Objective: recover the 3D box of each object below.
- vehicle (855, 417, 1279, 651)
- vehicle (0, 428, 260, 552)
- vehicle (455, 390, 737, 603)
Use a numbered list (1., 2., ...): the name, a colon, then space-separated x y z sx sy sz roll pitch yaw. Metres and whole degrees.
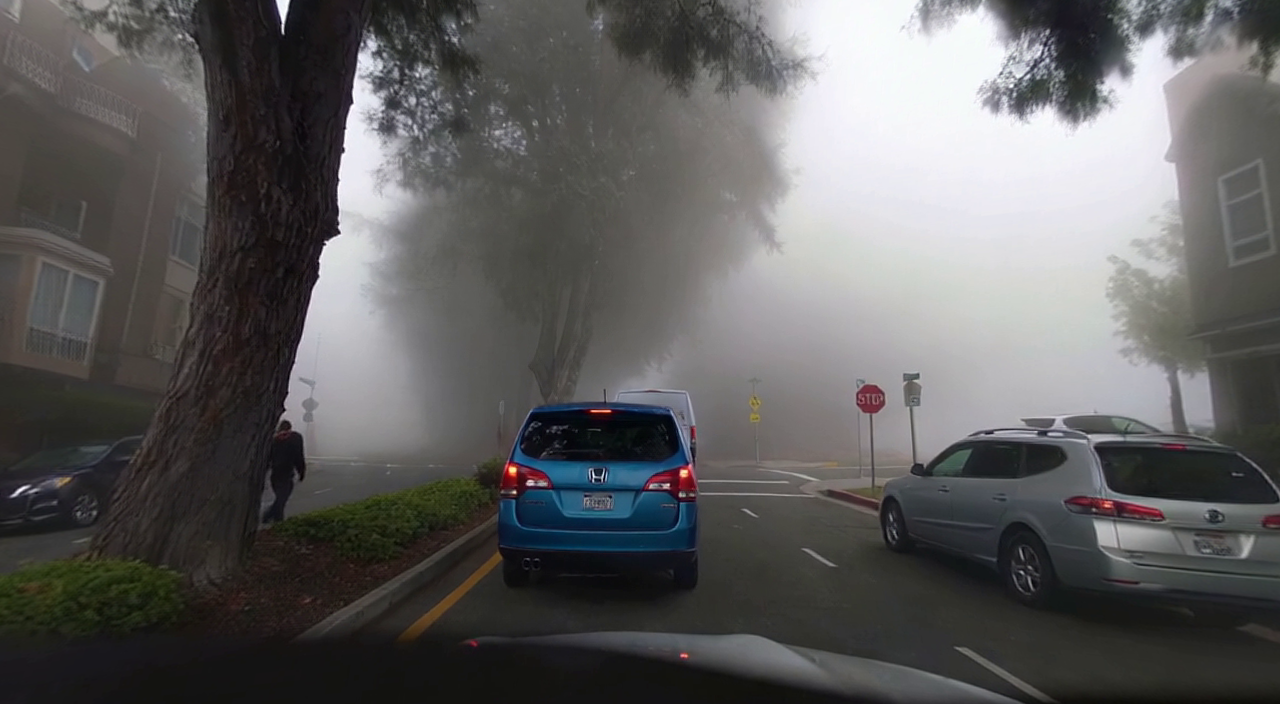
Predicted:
1. vehicle: 4.217 1.681 6.910 1.959 1.581 4.731 4 -9 -2
2. vehicle: -8.293 2.021 10.058 1.825 1.532 4.083 -3 -7 2
3. vehicle: -0.388 1.570 7.739 2.377 1.787 4.652 0 -8 -1
